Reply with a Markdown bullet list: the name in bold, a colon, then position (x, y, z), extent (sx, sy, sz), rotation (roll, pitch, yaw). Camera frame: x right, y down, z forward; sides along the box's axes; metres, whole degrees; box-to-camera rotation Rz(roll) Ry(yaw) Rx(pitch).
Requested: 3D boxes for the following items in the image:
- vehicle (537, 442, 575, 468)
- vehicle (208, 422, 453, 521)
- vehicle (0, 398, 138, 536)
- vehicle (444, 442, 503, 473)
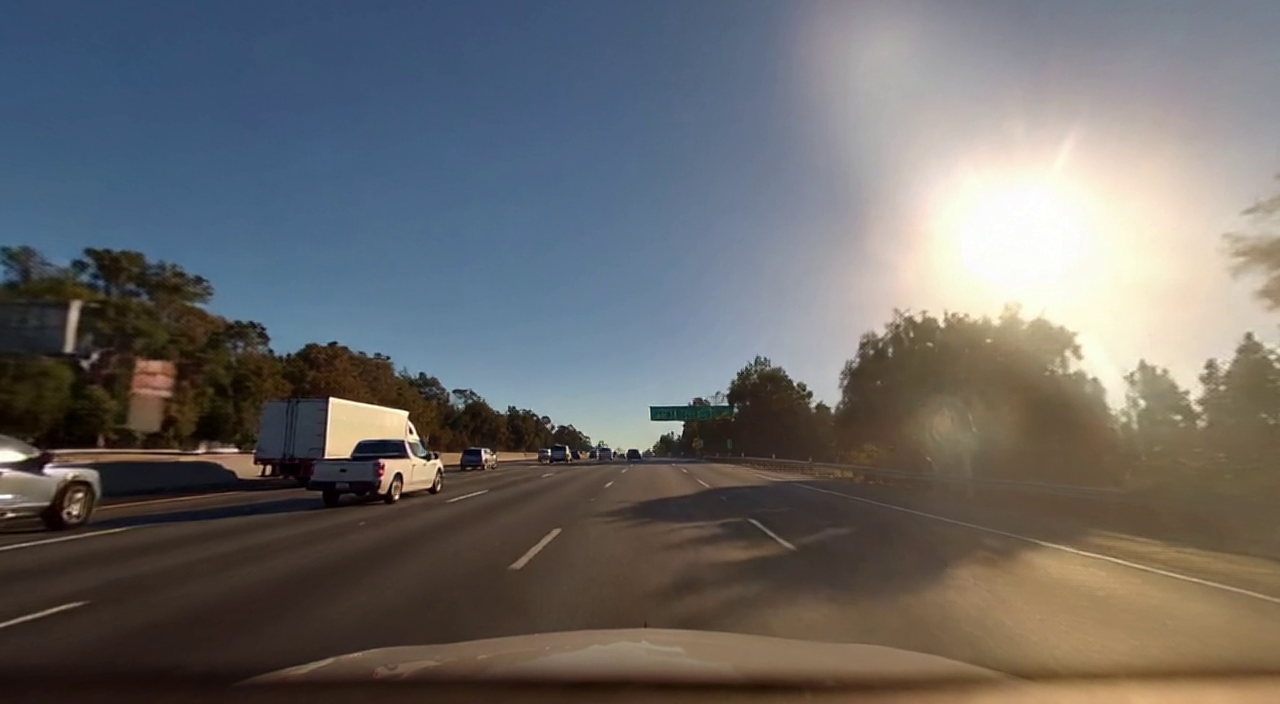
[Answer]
- **vehicle**: position (-5.944, 7.328, 45.136), extent (2.009, 1.735, 4.358), rotation (0, -8, 1)
- **vehicle**: position (-6.502, 2.608, 14.534), extent (2.403, 1.773, 6.276), rotation (0, -8, 1)
- **vehicle**: position (-10.293, 1.513, 8.136), extent (2.576, 1.922, 6.067), rotation (0, -8, 1)
- **vehicle**: position (-9.540, 6.082, 36.570), extent (2.060, 1.662, 4.469), rotation (0, -8, 2)
